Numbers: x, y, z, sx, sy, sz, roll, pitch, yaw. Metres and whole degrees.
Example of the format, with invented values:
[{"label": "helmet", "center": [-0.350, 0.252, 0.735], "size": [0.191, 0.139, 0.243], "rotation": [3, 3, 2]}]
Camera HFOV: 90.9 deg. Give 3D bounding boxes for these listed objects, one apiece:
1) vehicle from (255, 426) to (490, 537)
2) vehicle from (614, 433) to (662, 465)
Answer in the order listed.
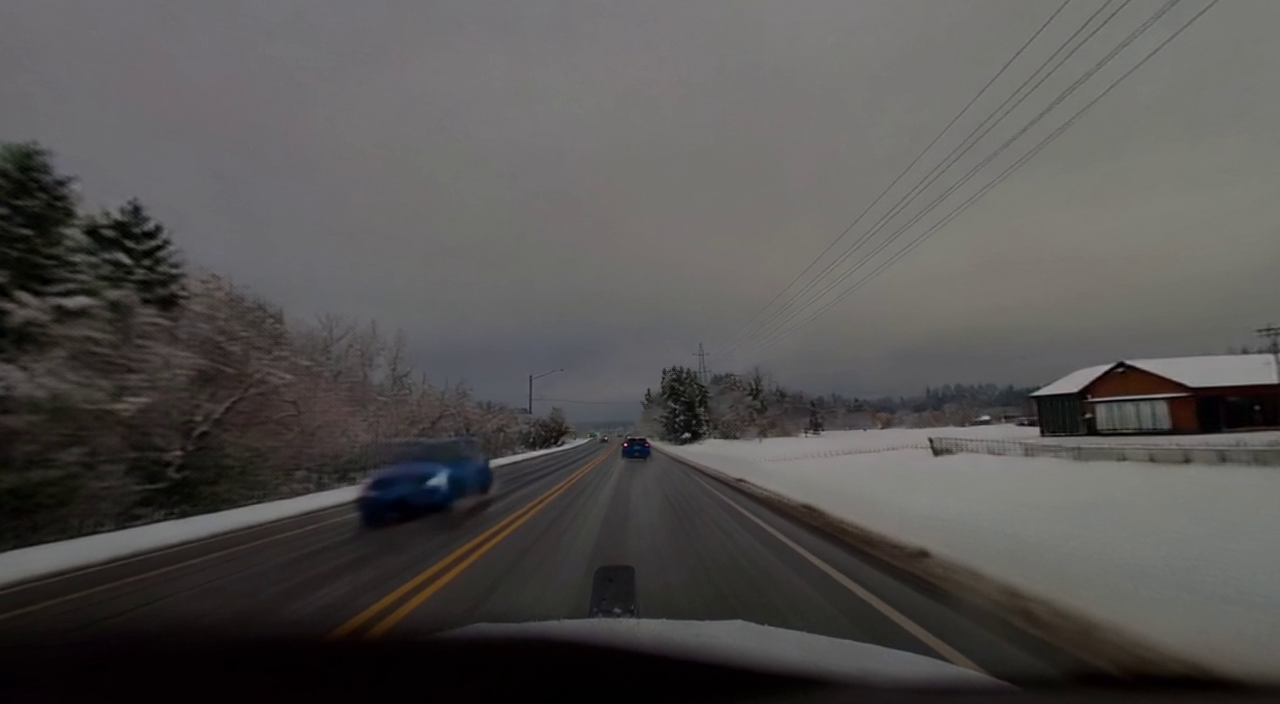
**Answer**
[{"label": "vehicle", "center": [-4.110, 2.034, 10.696], "size": [2.091, 1.470, 4.490], "rotation": [0, -8, -1]}, {"label": "vehicle", "center": [-0.127, 4.836, 31.552], "size": [2.241, 1.471, 3.829], "rotation": [0, -8, -1]}]
